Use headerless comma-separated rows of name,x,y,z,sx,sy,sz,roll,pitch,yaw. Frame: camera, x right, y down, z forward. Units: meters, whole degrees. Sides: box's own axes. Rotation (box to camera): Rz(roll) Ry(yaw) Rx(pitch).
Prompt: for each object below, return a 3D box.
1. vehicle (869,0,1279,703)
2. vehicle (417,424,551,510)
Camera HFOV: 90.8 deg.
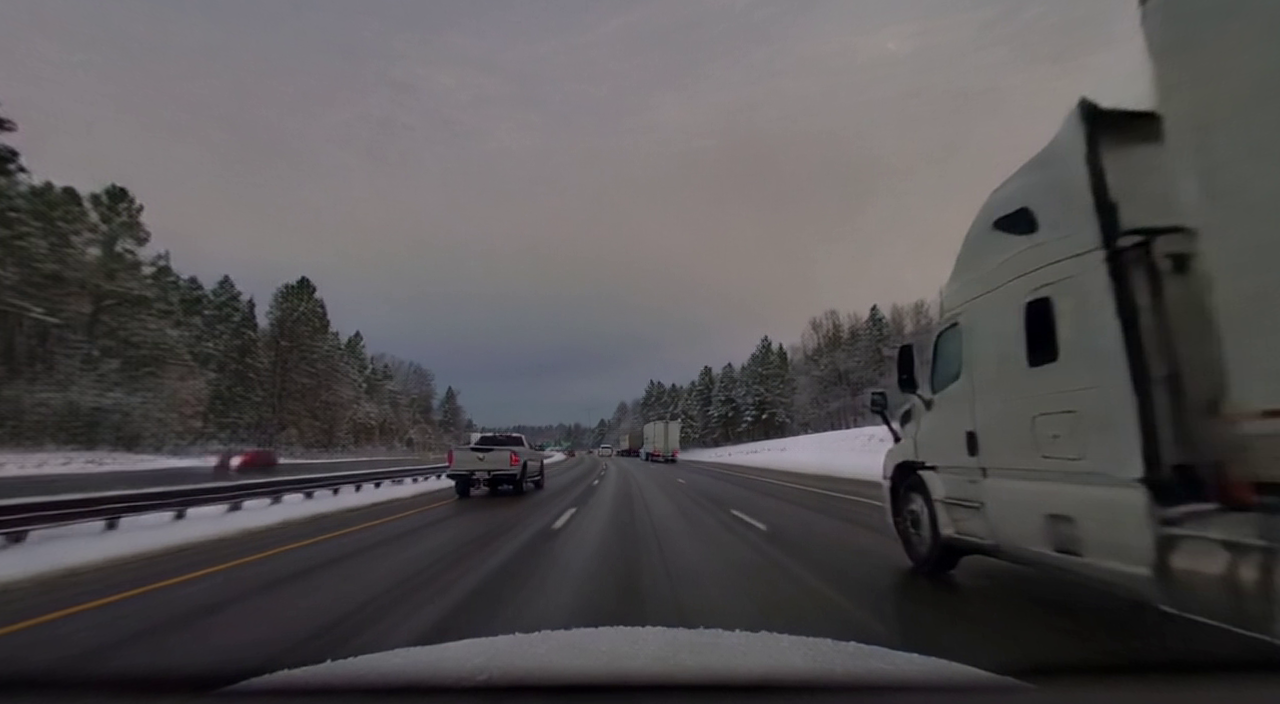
vehicle,4.297,-0.235,2.293,2.958,3.990,10.216,0,-9,0
vehicle,-3.918,3.008,16.945,2.337,1.942,4.984,0,-9,-1
